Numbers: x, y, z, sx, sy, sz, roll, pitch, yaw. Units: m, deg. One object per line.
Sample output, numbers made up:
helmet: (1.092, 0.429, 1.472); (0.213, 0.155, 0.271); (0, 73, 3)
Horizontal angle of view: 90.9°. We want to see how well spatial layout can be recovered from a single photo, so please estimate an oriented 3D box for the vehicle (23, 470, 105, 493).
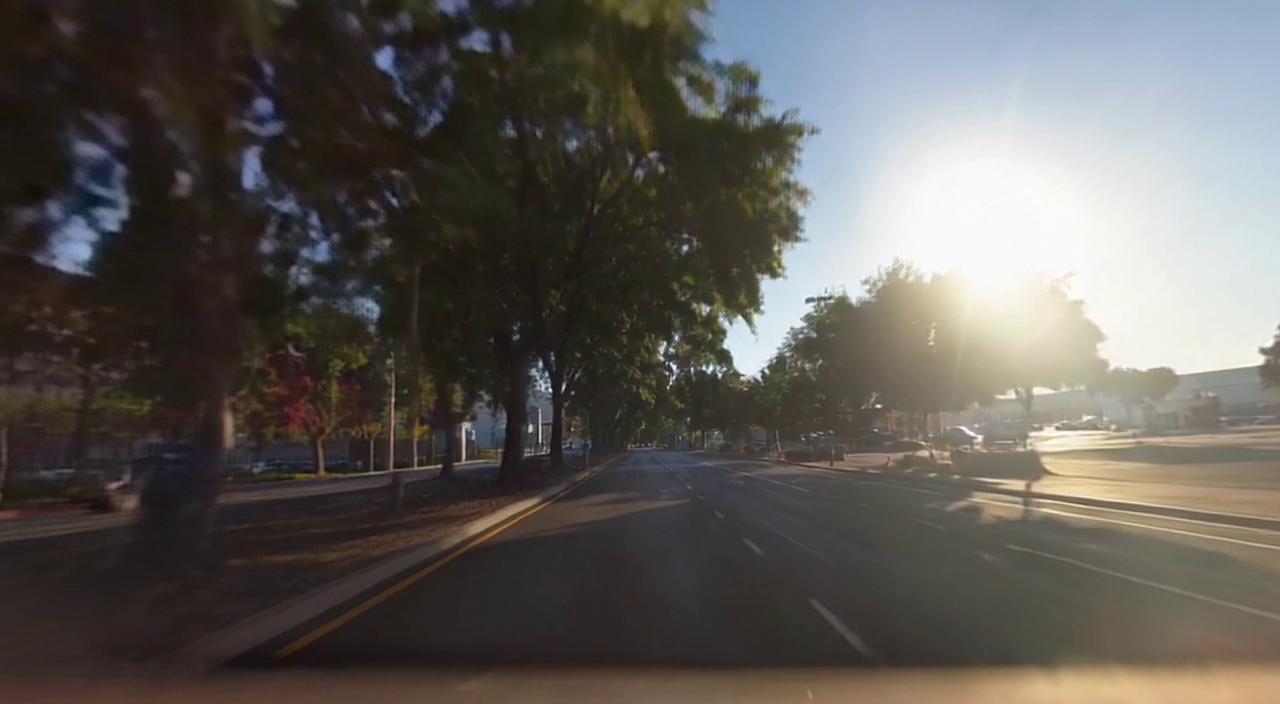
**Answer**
vehicle: (-44.447, 9.995, 48.793); (1.816, 1.480, 4.786); (0, -9, 1)
